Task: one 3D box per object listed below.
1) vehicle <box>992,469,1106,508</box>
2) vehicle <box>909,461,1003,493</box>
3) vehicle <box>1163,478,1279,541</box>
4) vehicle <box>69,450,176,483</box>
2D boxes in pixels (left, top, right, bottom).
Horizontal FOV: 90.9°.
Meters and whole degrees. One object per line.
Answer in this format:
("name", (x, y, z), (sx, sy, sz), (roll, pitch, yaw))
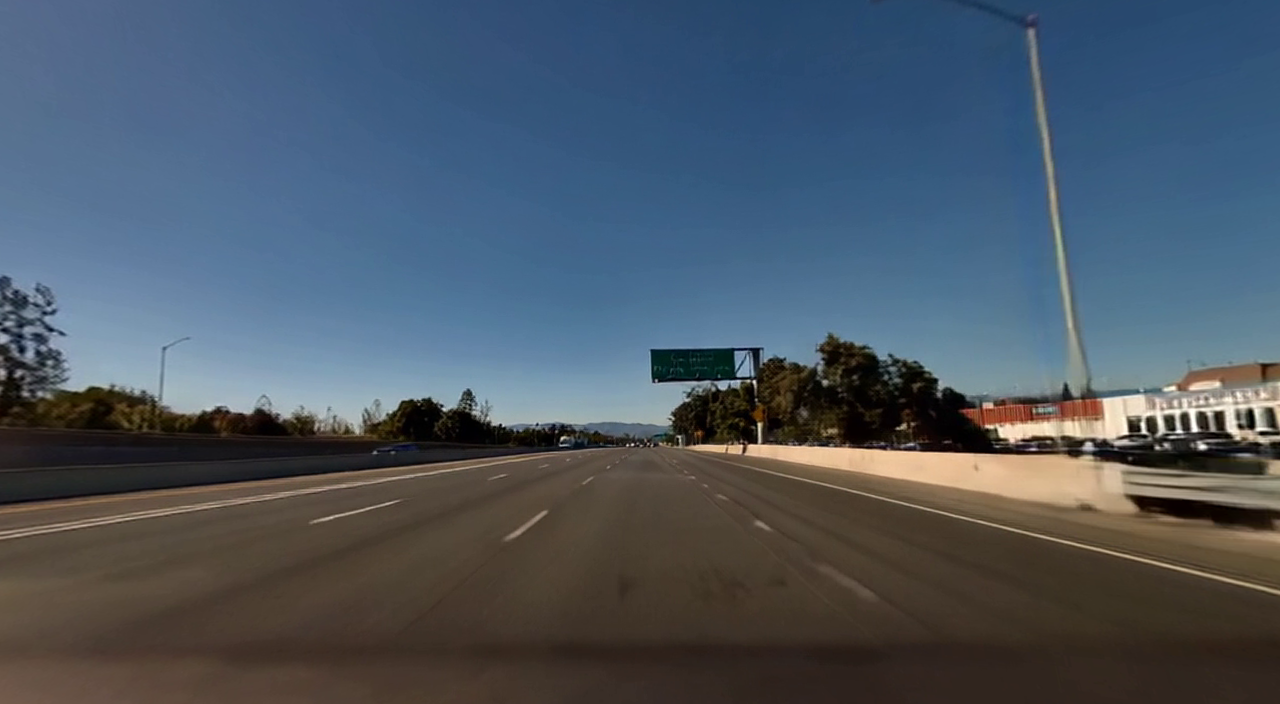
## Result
("vehicle", (15.905, 5.318, 24.631), (3.323, 1.358, 1.599), (0, -8, -3))
("vehicle", (16.262, 6.461, 32.596), (3.909, 1.410, 1.657), (-1, -7, -1))
("vehicle", (16.342, 4.130, 16.705), (3.313, 1.353, 1.630), (-4, -9, 5))
("vehicle", (-24.789, 5.478, 30.407), (1.735, 1.428, 4.003), (0, -8, 1))
